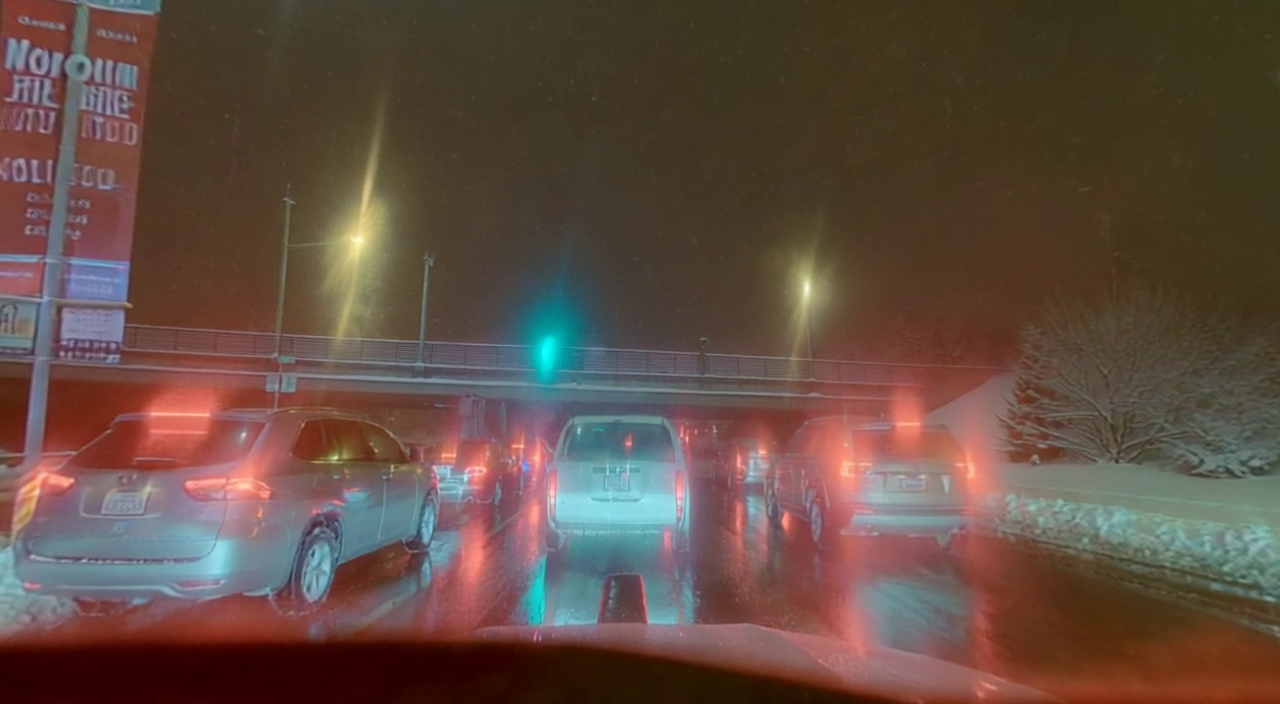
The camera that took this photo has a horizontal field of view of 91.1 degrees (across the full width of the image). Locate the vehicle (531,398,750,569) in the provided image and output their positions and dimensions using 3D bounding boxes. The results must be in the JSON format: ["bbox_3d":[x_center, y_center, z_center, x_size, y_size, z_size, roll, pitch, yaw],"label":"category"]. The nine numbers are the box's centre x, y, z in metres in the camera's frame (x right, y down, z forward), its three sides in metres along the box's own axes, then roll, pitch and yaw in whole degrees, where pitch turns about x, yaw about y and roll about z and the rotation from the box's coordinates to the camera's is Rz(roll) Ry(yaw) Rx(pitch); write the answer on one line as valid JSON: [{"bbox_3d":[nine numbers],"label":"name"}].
[{"bbox_3d":[-0.083,1.773,9.220,2.409,1.864,4.471,0,-9,-2],"label":"vehicle"}]

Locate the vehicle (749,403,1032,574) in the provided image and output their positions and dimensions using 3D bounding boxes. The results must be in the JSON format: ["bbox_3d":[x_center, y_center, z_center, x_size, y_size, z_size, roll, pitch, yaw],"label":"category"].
[{"bbox_3d":[3.098,1.806,9.122,2.016,1.804,4.681,0,-9,-2],"label":"vehicle"}]

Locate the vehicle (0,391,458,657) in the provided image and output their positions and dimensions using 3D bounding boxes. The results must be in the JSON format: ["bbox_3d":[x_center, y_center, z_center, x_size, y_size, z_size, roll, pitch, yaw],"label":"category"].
[{"bbox_3d":[-3.496,1.430,6.273,2.039,1.709,4.265,0,-9,0],"label":"vehicle"}]

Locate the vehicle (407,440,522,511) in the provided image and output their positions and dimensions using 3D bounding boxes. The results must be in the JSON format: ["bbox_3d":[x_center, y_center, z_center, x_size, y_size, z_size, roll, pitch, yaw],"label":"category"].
[{"bbox_3d":[-4.151,2.947,15.435,1.797,1.505,3.506,0,-9,0],"label":"vehicle"}]
